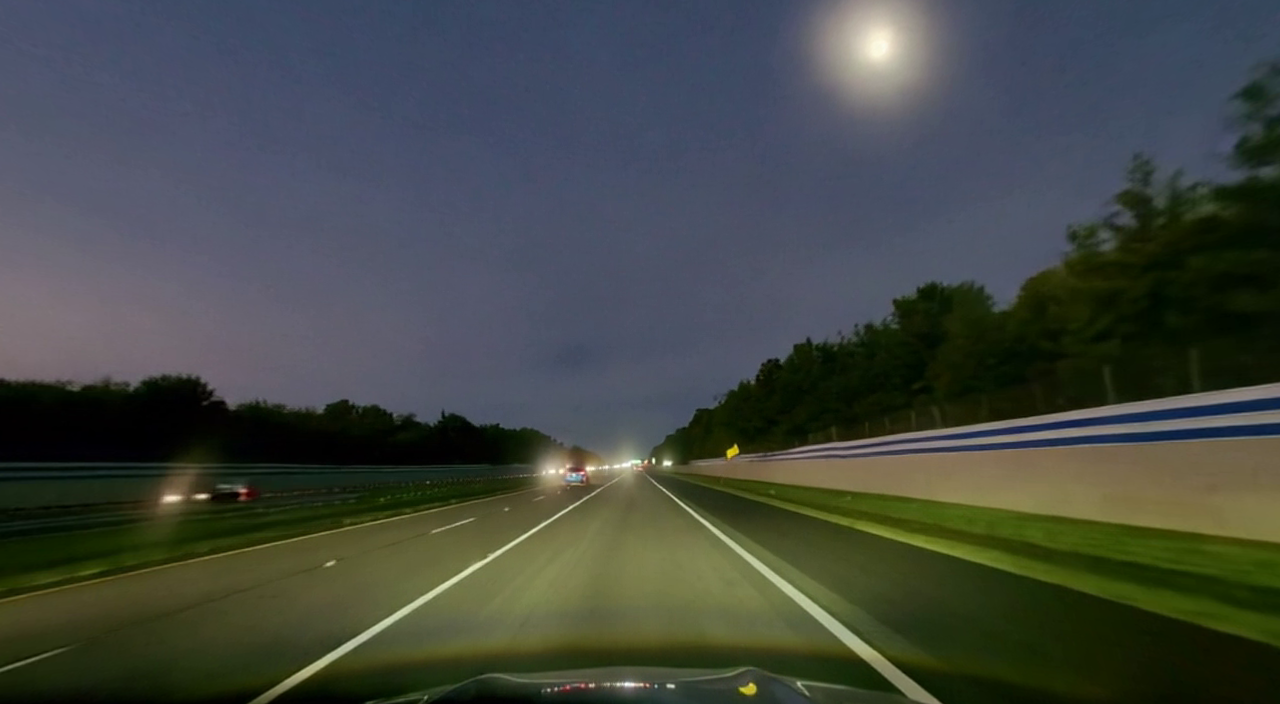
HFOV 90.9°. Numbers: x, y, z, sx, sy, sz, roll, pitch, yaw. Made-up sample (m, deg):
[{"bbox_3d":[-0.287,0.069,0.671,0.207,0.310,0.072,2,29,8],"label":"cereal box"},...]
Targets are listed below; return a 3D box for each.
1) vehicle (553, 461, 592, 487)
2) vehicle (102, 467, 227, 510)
[{"bbox_3d":[-4.176,7.696,39.698,1.985,1.515,3.839,1,-11,0],"label":"vehicle"},{"bbox_3d":[-17.627,5.051,23.605,1.806,1.444,3.633,1,-10,0],"label":"vehicle"}]
